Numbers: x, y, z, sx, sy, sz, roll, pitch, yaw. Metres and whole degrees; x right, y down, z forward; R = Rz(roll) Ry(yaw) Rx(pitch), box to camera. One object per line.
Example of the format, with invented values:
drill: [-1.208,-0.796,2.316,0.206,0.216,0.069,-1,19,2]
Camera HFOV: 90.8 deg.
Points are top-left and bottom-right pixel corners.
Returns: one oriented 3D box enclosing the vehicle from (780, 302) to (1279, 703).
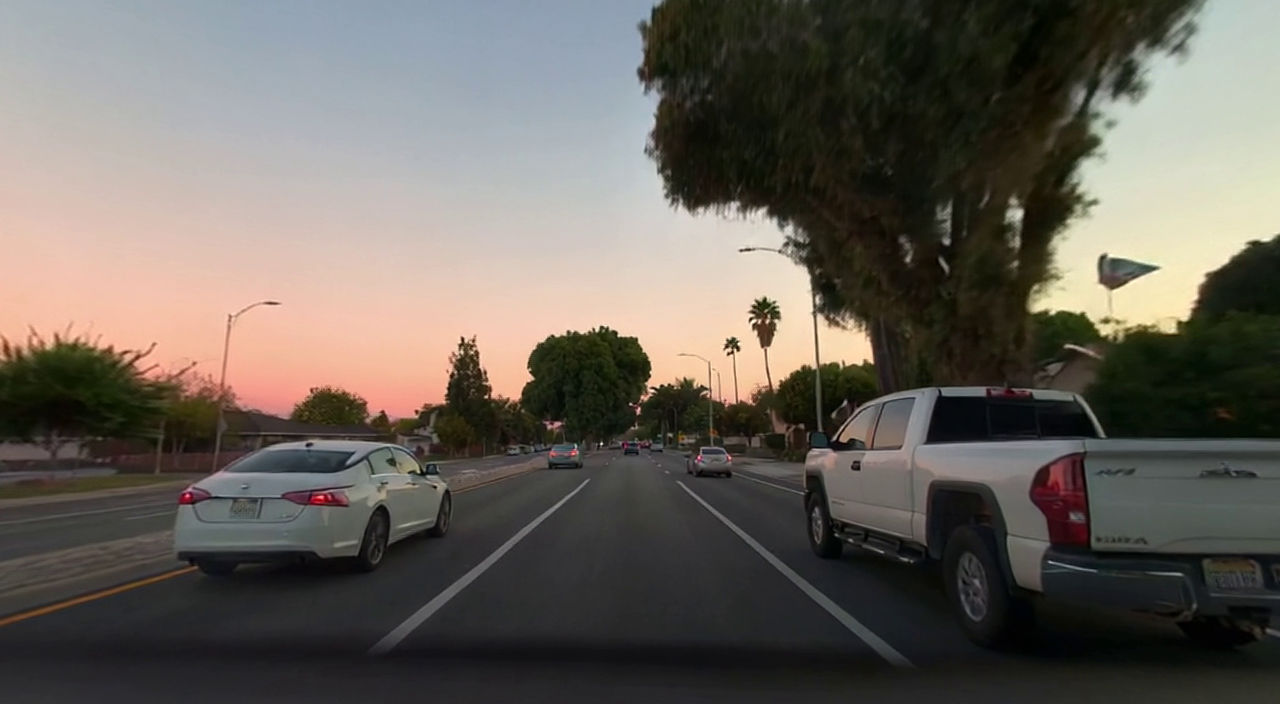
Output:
vehicle: [3.250,1.178,5.883,2.478,2.030,5.723,0,-8,-1]

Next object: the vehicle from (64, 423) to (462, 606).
vehicle: [-3.759,1.673,7.485,2.094,1.509,4.286,0,-8,-1]

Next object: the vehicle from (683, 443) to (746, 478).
vehicle: [3.258,4.874,28.736,2.149,1.421,4.805,0,-8,-2]

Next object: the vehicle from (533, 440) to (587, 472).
vehicle: [-4.116,5.453,33.425,2.263,1.548,4.555,0,-8,0]
